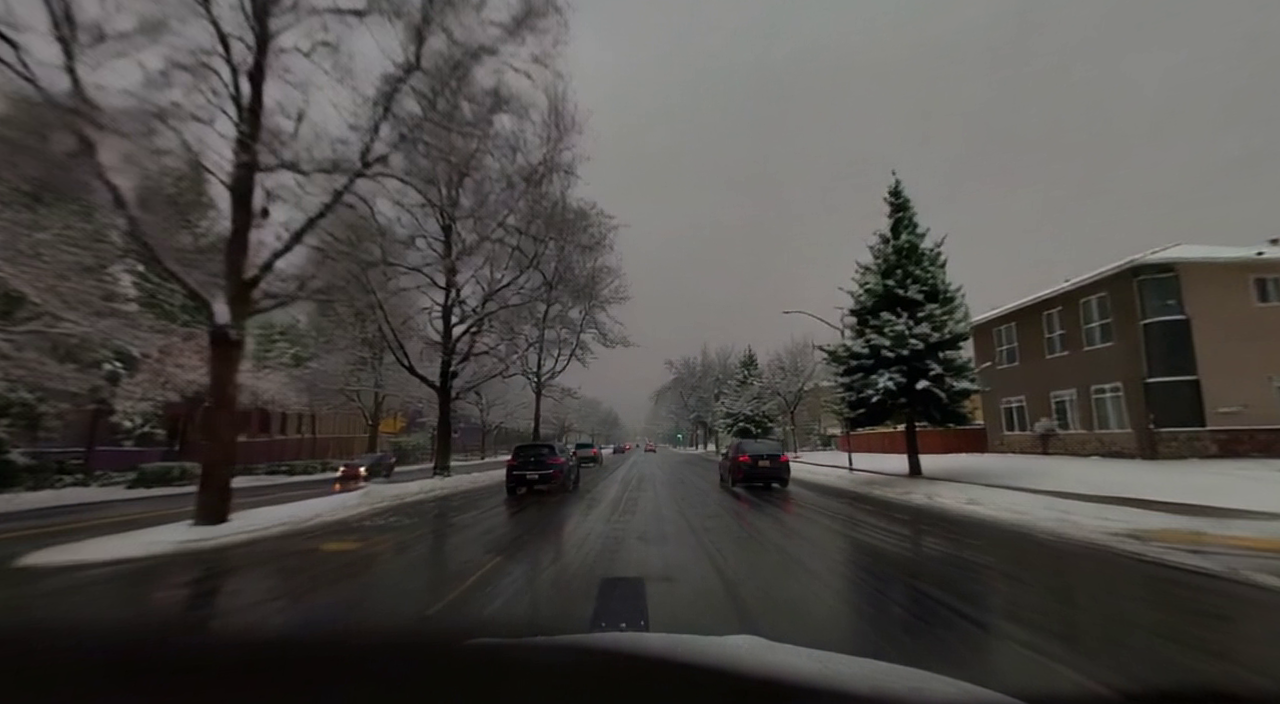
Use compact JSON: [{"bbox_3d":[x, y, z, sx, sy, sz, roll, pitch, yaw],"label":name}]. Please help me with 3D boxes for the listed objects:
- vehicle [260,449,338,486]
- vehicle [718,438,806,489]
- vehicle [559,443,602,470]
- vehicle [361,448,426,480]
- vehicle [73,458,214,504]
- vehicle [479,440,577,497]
[{"bbox_3d":[-22.286,7.532,41.449,2.523,2.213,4.637,0,-8,-1],"label":"vehicle"},{"bbox_3d":[3.907,3.659,21.069,2.010,1.486,4.498,0,-8,0],"label":"vehicle"},{"bbox_3d":[-3.447,6.161,37.348,1.988,1.497,4.404,0,-8,2],"label":"vehicle"},{"bbox_3d":[-15.473,7.024,39.915,2.012,1.813,4.910,0,-8,1],"label":"vehicle"},{"bbox_3d":[-22.623,5.844,29.076,2.006,1.782,5.406,0,-8,1],"label":"vehicle"},{"bbox_3d":[-3.176,3.398,18.843,2.053,1.480,4.381,0,-8,1],"label":"vehicle"}]
